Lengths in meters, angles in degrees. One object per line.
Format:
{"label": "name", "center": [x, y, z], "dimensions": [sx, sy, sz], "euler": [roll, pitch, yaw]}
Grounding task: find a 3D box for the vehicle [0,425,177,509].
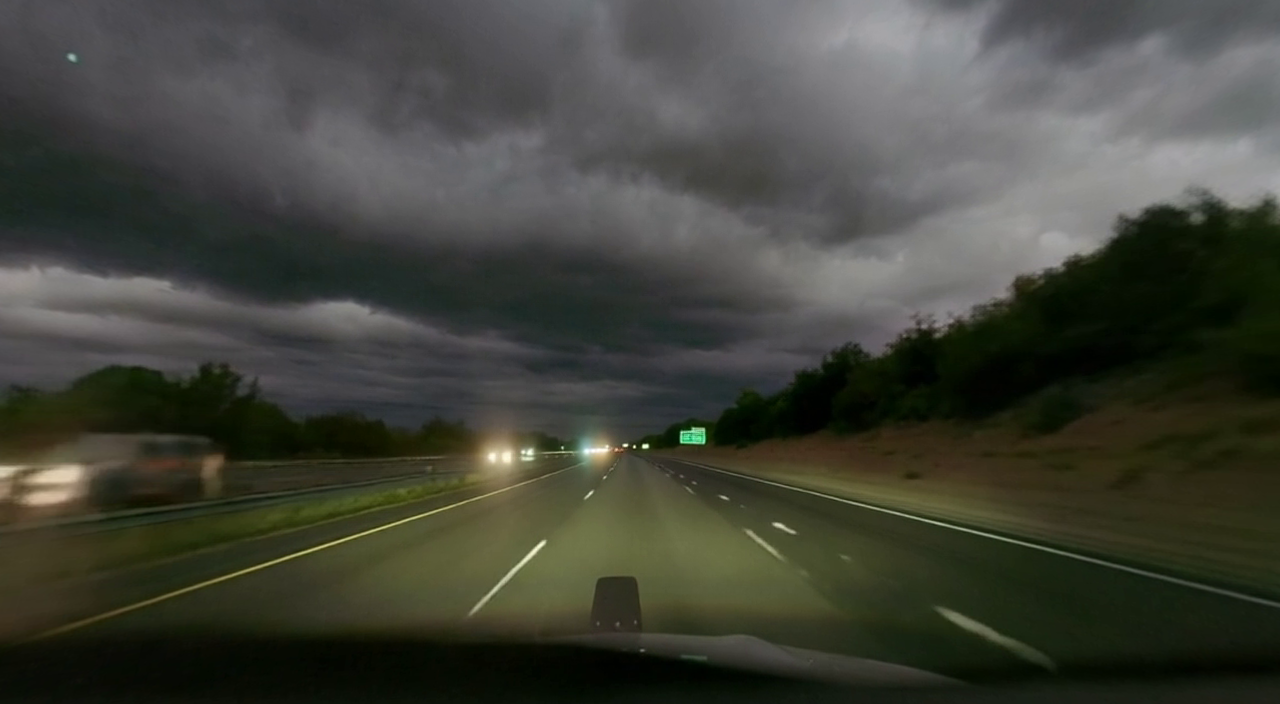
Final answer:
{"label": "vehicle", "center": [-12.183, 2.308, 12.820], "dimensions": [2.027, 1.452, 4.580], "euler": [0, -9, 0]}
